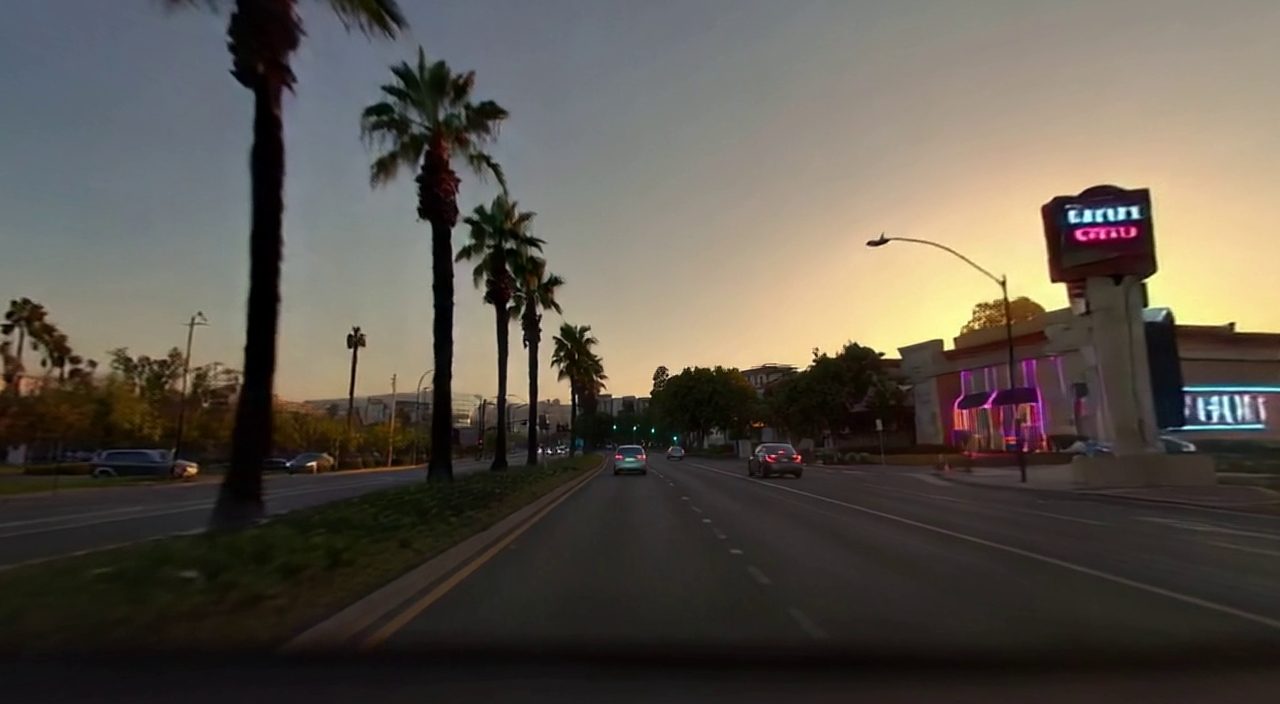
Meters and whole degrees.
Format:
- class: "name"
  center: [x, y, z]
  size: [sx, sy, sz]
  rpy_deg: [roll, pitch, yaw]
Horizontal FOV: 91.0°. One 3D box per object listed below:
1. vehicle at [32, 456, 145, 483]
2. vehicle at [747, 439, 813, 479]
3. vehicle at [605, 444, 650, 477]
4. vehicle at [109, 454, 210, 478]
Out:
- class: "vehicle"
  center: [-31.324, 6.662, 35.847]
  size: [4.452, 1.470, 2.016]
  rpy_deg: [0, -8, -1]
- class: "vehicle"
  center: [6.149, 4.733, 28.087]
  size: [1.949, 1.647, 3.894]
  rpy_deg: [0, -8, -2]
- class: "vehicle"
  center: [-0.573, 4.984, 29.190]
  size: [1.970, 1.402, 3.756]
  rpy_deg: [0, -8, -1]
- class: "vehicle"
  center: [-31.170, 7.396, 40.917]
  size: [4.767, 1.489, 2.051]
  rpy_deg: [0, -8, -3]
